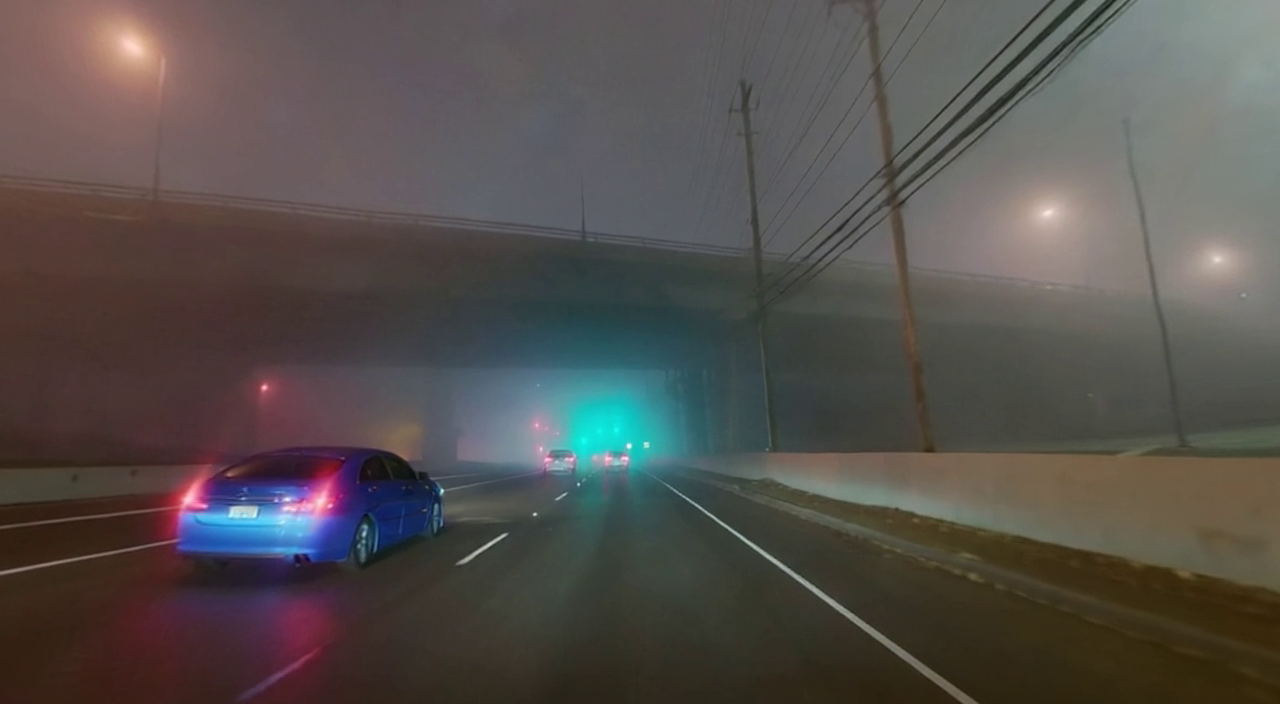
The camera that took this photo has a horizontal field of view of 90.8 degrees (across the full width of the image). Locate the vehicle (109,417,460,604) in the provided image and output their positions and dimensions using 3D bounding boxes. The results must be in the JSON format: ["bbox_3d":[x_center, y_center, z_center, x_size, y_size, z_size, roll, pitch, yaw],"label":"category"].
[{"bbox_3d":[-3.829,1.748,7.913,1.925,1.666,4.271,0,-8,-1],"label":"vehicle"}]

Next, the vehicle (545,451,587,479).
[{"bbox_3d":[-4.172,6.374,36.014,1.946,1.437,4.154,0,-8,-1],"label":"vehicle"}]
